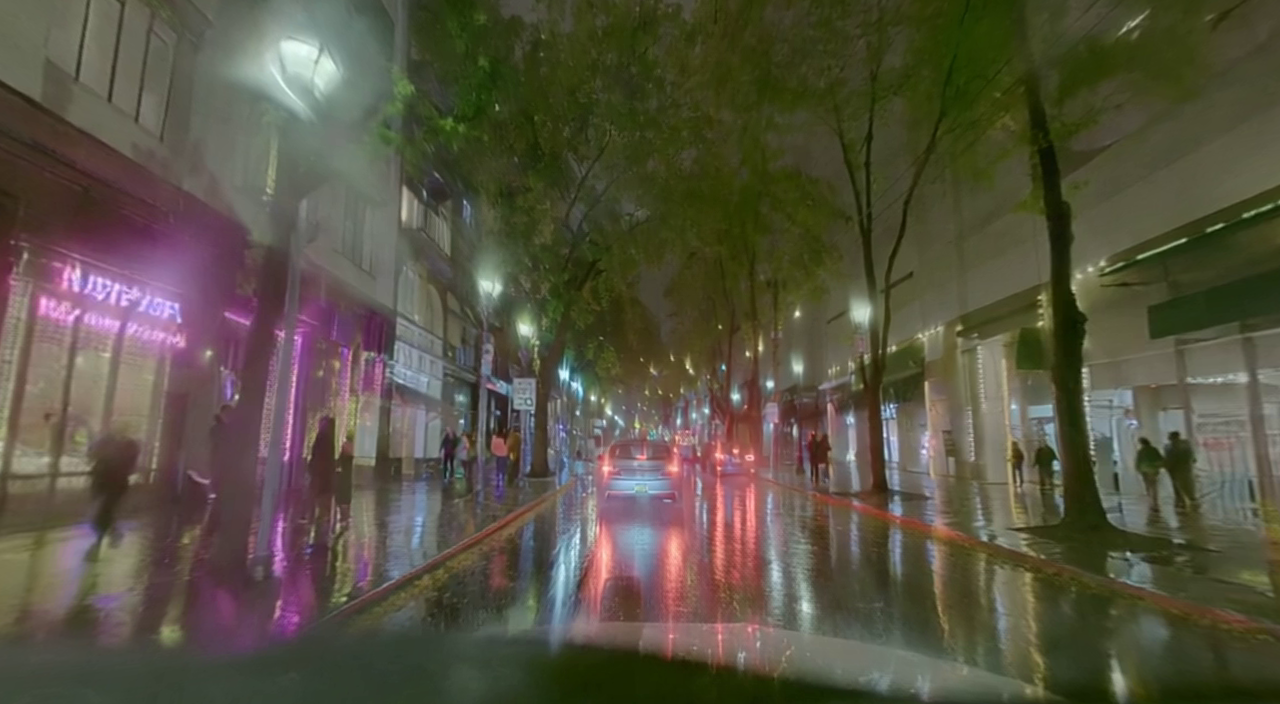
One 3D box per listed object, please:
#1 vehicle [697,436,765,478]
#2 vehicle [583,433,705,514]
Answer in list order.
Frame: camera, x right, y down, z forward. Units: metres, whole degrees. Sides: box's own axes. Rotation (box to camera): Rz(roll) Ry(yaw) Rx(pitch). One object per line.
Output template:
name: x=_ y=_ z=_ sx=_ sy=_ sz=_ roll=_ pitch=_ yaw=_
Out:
vehicle: x=3.575 y=4.226 z=25.712 sx=2.025 sy=1.523 sz=4.426 roll=0 pitch=-8 yaw=-1
vehicle: x=0.055 y=2.575 z=13.866 sx=2.261 sy=1.474 sz=4.130 roll=0 pitch=-8 yaw=-1
